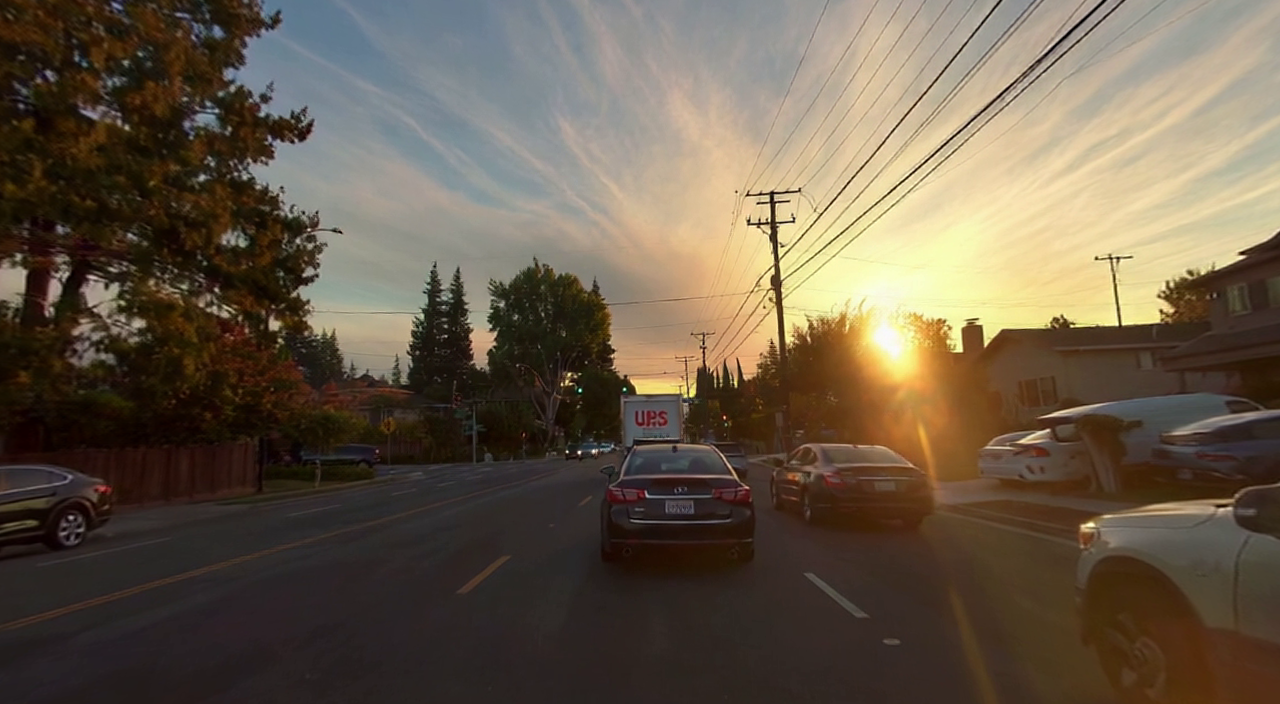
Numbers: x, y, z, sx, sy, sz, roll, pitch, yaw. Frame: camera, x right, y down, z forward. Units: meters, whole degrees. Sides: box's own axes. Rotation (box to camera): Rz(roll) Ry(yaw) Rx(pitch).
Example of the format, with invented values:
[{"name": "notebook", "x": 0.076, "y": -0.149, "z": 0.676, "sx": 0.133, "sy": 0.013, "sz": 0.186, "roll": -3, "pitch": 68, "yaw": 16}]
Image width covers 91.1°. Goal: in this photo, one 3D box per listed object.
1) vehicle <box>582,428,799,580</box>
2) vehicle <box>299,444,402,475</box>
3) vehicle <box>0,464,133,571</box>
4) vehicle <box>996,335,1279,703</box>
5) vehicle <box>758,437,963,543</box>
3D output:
[{"name": "vehicle", "x": 0.503, "y": 1.844, "z": 8.518, "sx": 2.158, "sy": 1.499, "sz": 4.377, "roll": 0, "pitch": -8, "yaw": 0}, {"name": "vehicle", "x": -17.447, "y": 6.464, "z": 37.948, "sx": 5.274, "sy": 1.793, "sz": 1.921, "roll": 0, "pitch": -8, "yaw": 2}, {"name": "vehicle", "x": -10.343, "y": 2.453, "z": 9.126, "sx": 1.925, "sy": 1.482, "sz": 4.753, "roll": 0, "pitch": -8, "yaw": 1}, {"name": "vehicle", "x": 3.316, "y": 0.711, "z": 1.594, "sx": 2.069, "sy": 1.722, "sz": 4.888, "roll": 0, "pitch": -8, "yaw": 2}, {"name": "vehicle", "x": 3.533, "y": 2.280, "z": 11.121, "sx": 1.993, "sy": 1.479, "sz": 4.487, "roll": 0, "pitch": -8, "yaw": 0}]
